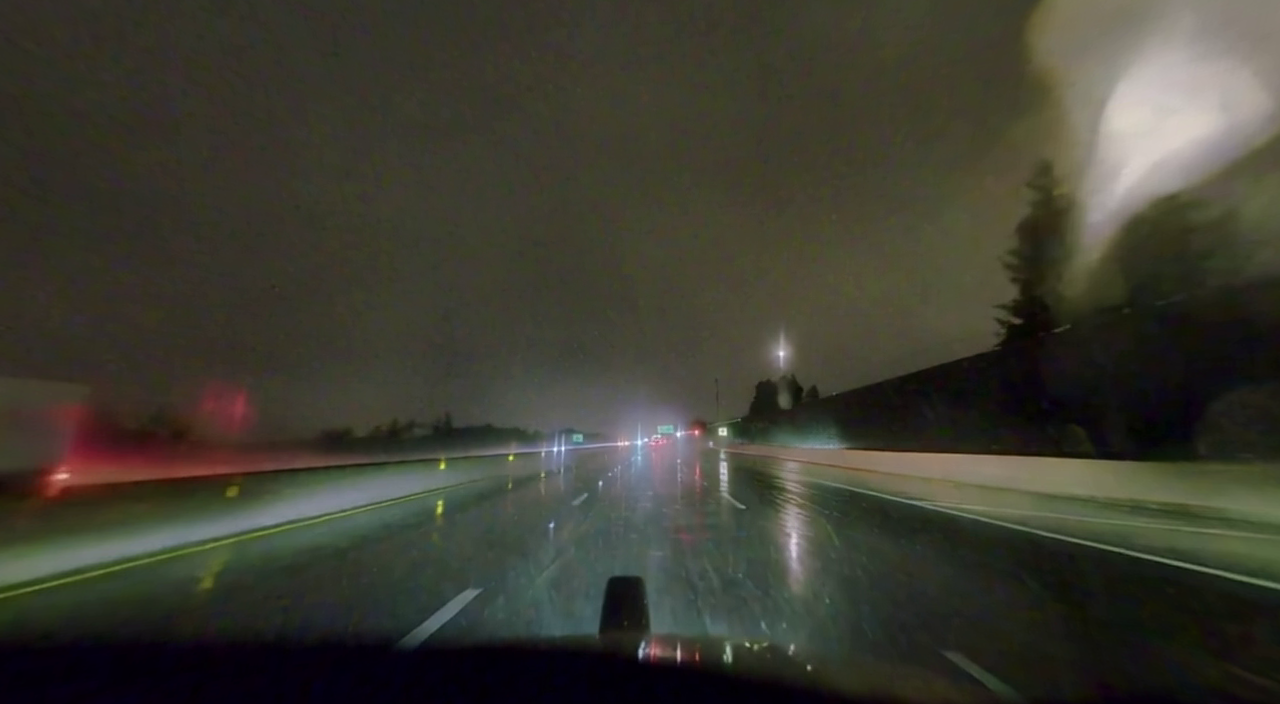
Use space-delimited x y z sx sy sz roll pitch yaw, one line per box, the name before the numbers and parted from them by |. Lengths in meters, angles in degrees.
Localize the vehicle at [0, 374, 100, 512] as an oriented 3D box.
vehicle | -20.317 2.540 17.542 2.872 4.021 8.230 0 -8 1
